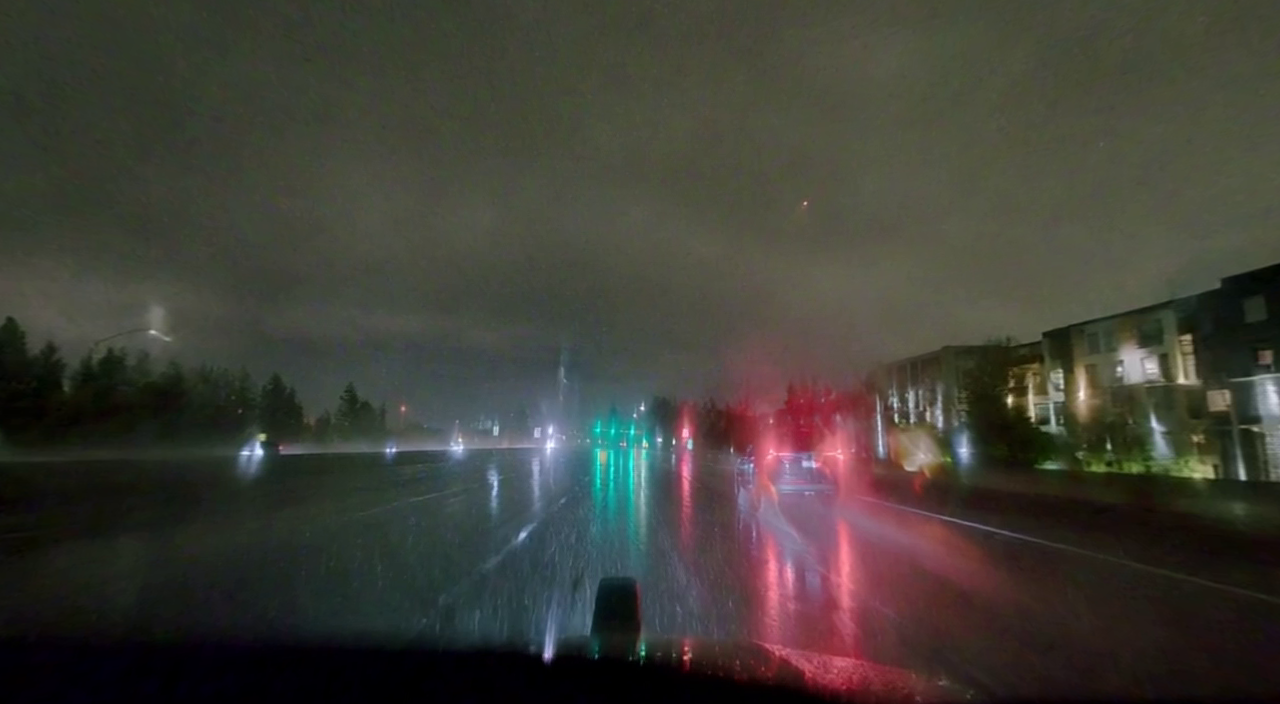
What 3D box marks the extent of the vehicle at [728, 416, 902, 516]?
[{"bbox_3d":[3.447,2.400,13.743,2.212,1.753,5.064,0,-9,-1],"label":"vehicle"}]
